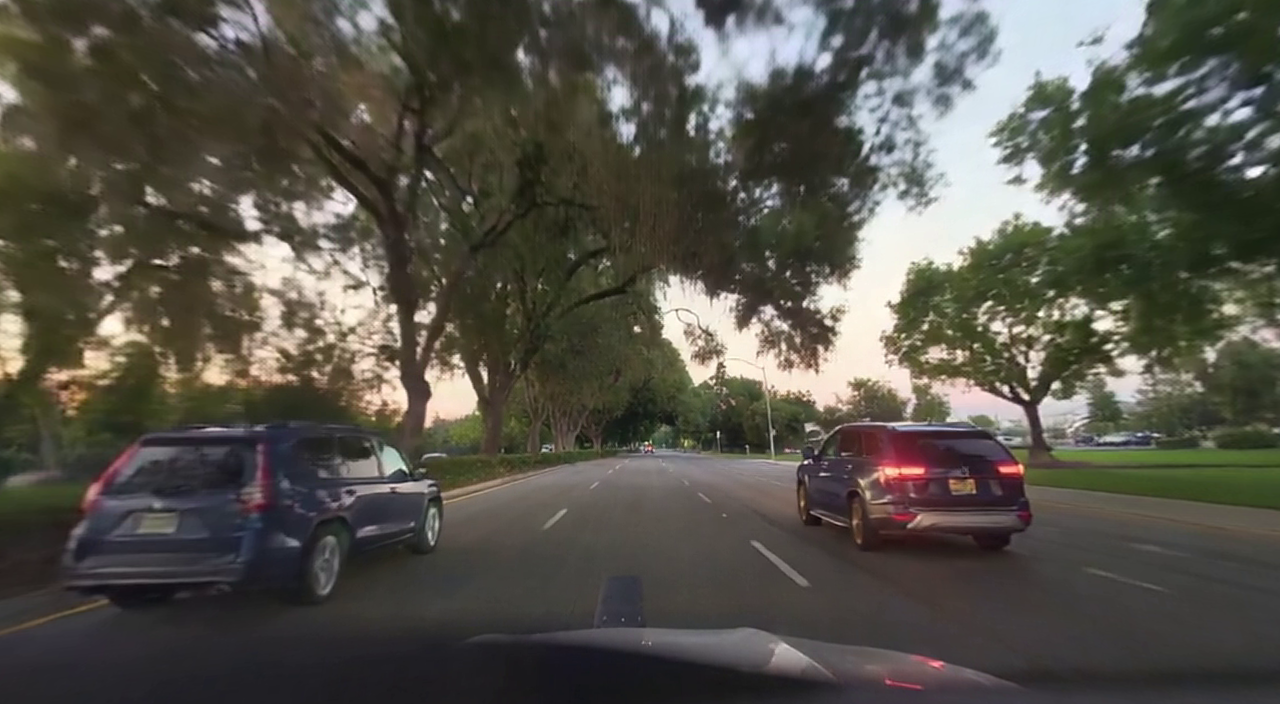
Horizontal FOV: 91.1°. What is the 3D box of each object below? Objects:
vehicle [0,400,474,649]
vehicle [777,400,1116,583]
[{"bbox_3d":[-3.316,1.451,6.376,2.025,1.635,4.293,0,-8,1],"label":"vehicle"},{"bbox_3d":[3.519,1.713,8.658,2.087,1.759,5.040,0,-8,0],"label":"vehicle"}]
